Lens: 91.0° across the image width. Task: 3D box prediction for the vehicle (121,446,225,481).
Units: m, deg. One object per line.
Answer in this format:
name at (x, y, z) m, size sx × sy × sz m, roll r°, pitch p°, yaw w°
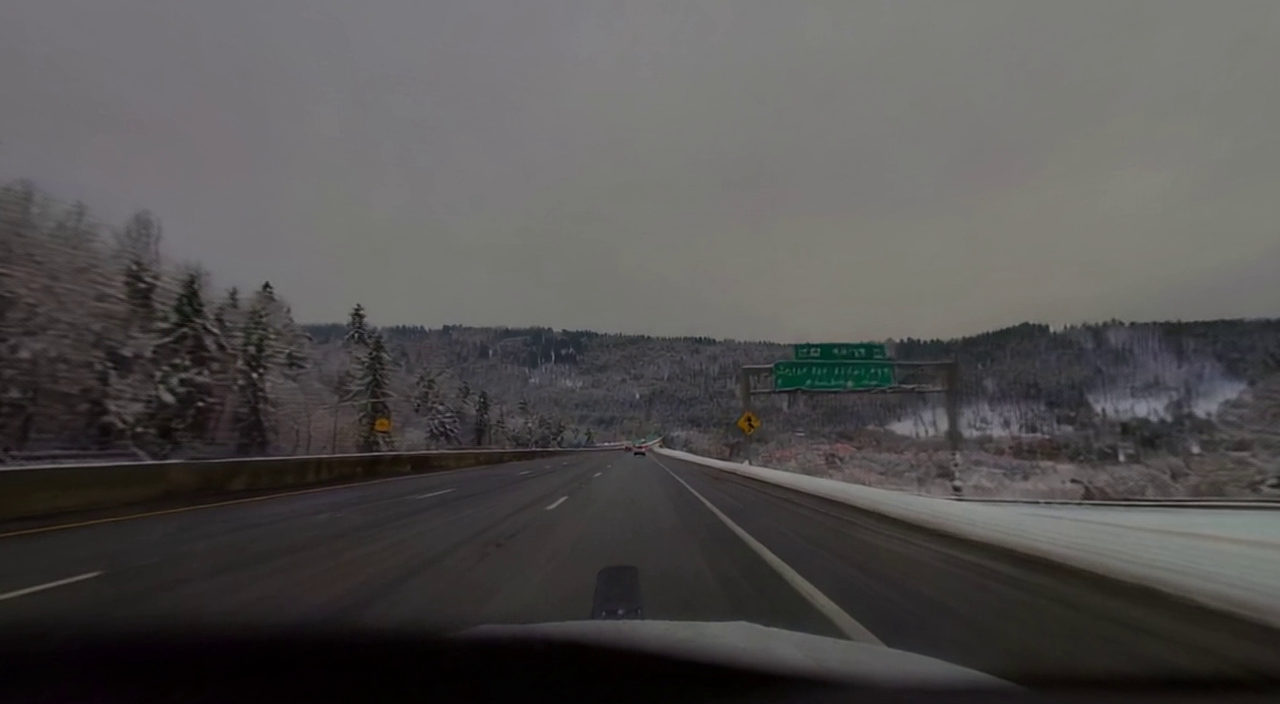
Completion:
vehicle at (-36.077, 8.572, 49.021) m, size 2.679 × 2.503 × 6.760 m, roll -1°, pitch -9°, yaw 2°
